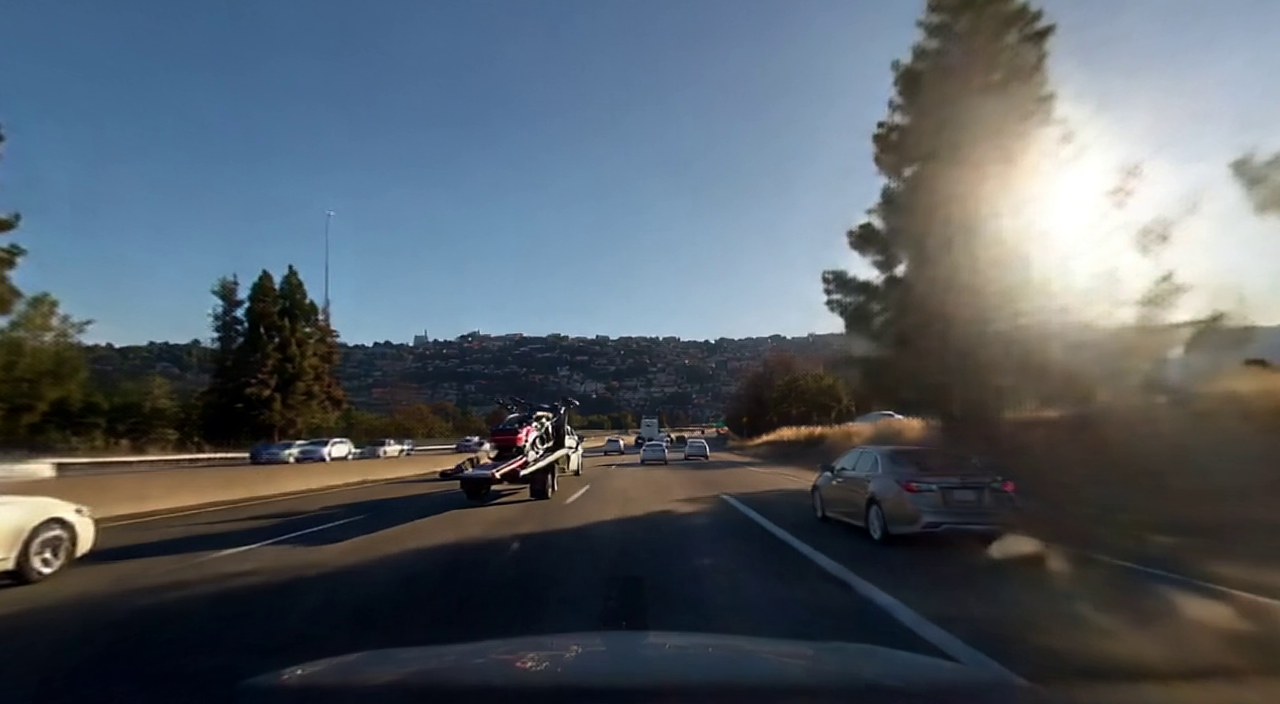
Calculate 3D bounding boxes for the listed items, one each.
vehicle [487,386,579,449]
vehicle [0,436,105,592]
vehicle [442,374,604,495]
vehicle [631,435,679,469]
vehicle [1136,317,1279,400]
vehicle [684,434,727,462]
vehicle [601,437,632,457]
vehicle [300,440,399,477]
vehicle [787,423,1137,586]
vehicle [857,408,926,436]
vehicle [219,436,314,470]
[{"bbox_3d":[-3.112,2.115,19.424,1.893,1.674,4.766,0,-8,1],"label":"vehicle"},{"bbox_3d":[-6.814,1.262,4.295,1.964,1.395,4.948,0,-8,1],"label":"vehicle"},{"bbox_3d":[-3.144,2.744,20.569,3.162,2.955,10.282,0,-8,1],"label":"vehicle"},{"bbox_3d":[0.671,4.660,29.521,2.079,1.499,3.915,0,-8,1],"label":"vehicle"},{"bbox_3d":[15.565,0.254,16.157,1.979,1.616,4.268,1,-8,-5],"label":"vehicle"},{"bbox_3d":[3.968,5.943,39.117,2.075,1.614,4.682,0,-8,-1],"label":"vehicle"},{"bbox_3d":[-1.763,7.425,49.354,2.016,1.450,4.310,0,-8,3],"label":"vehicle"},{"bbox_3d":[-12.755,4.687,28.052,2.109,1.471,4.367,0,-8,3],"label":"vehicle"},{"bbox_3d":[3.488,1.720,8.012,2.040,1.481,4.260,0,-8,-3],"label":"vehicle"},{"bbox_3d":[14.044,4.000,35.530,1.930,1.454,4.126,1,-8,-4],"label":"vehicle"},{"bbox_3d":[-19.395,5.245,33.020,2.043,1.619,4.442,0,-8,3],"label":"vehicle"}]
